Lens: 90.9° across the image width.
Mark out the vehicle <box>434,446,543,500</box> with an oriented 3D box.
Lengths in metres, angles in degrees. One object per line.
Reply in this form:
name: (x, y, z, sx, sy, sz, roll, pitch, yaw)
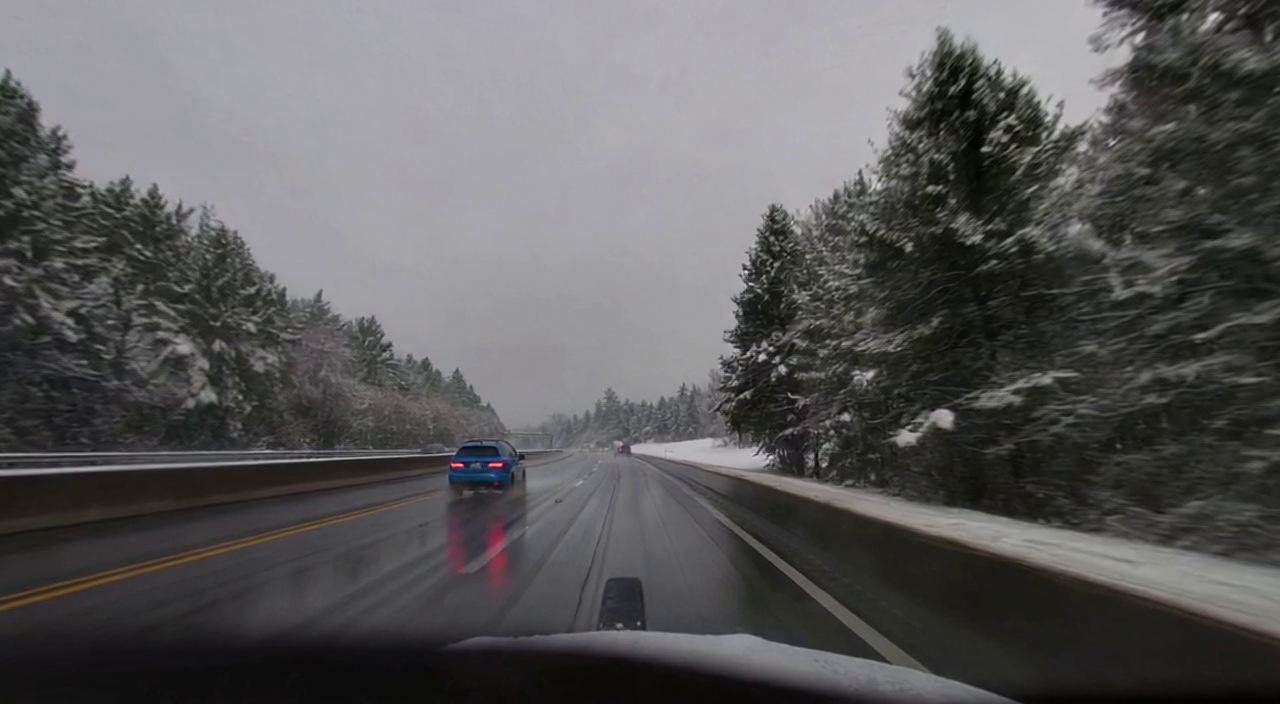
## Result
vehicle: (-4.354, 3.544, 18.910, 2.126, 1.411, 4.433, 0, -9, 1)
